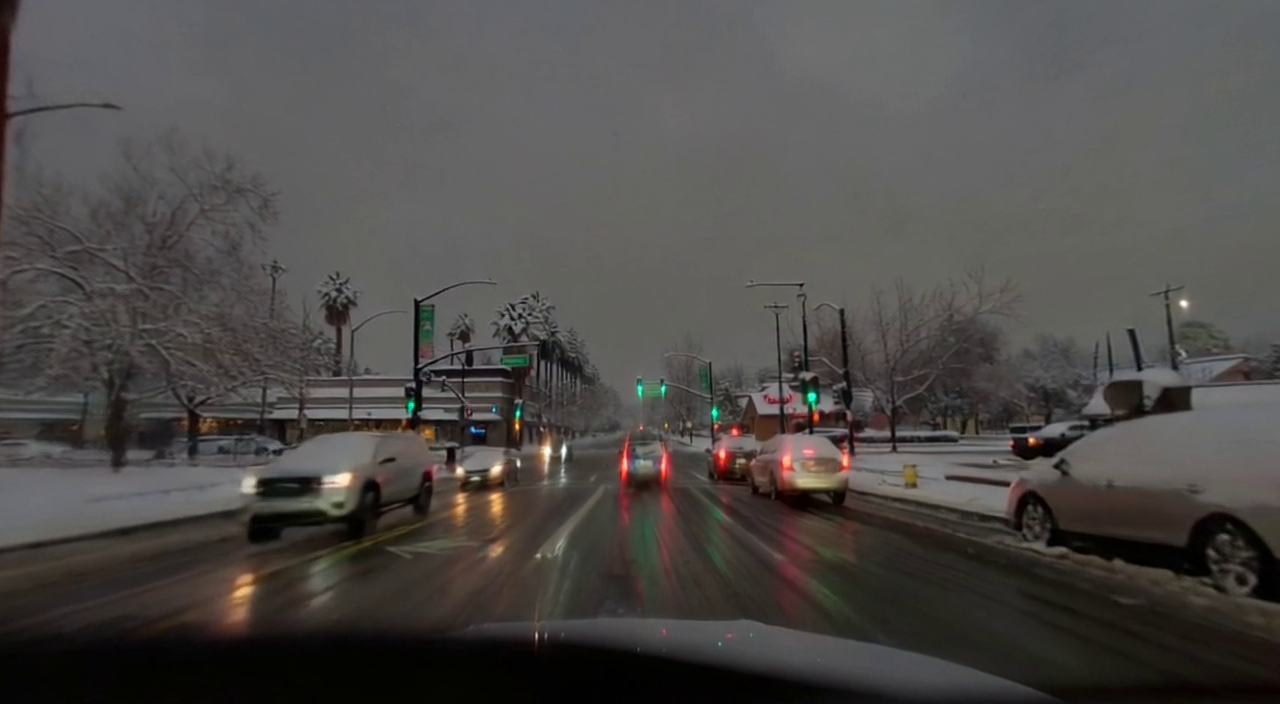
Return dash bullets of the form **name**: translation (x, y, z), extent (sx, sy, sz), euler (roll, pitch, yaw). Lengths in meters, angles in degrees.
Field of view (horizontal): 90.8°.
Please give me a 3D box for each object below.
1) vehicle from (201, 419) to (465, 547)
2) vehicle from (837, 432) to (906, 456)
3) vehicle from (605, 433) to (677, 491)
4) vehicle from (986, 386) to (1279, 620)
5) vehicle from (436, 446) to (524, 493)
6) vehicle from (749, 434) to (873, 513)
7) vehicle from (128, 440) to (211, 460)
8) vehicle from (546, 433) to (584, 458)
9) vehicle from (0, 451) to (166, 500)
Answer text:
- **vehicle**: translation (-4.979, 2.198, 11.343), extent (2.341, 1.762, 4.865), euler (0, -9, -1)
- **vehicle**: translation (17.046, 6.833, 46.726), extent (4.304, 1.685, 1.947), euler (0, -9, 0)
- **vehicle**: translation (-0.002, 3.825, 22.372), extent (2.264, 1.798, 4.531), euler (0, -9, -1)
- **vehicle**: translation (6.208, 1.467, 6.735), extent (1.981, 1.893, 5.238), euler (0, -9, -1)
- **vehicle**: translation (-5.564, 4.108, 22.558), extent (2.009, 1.461, 4.484), euler (0, -9, -1)
- **vehicle**: translation (4.140, 3.016, 16.148), extent (2.070, 1.711, 4.480), euler (-1, -9, 3)
- **vehicle**: translation (-35.573, 7.438, 47.840), extent (4.643, 1.464, 2.125), euler (-1, -9, 5)
- **vehicle**: translation (-5.735, 7.279, 49.071), extent (2.324, 1.808, 4.946), euler (-1, -9, 1)
- **vehicle**: translation (-19.532, 4.167, 21.740), extent (1.759, 1.457, 4.727), euler (-7, -11, 37)
